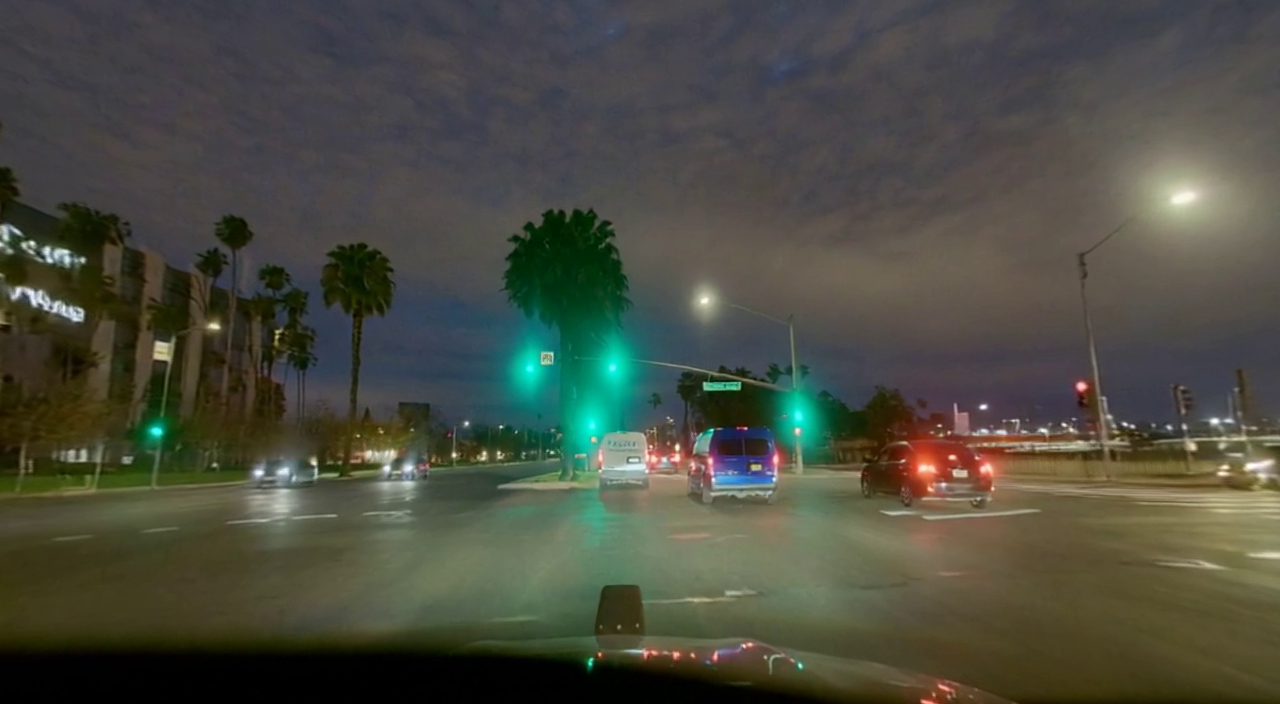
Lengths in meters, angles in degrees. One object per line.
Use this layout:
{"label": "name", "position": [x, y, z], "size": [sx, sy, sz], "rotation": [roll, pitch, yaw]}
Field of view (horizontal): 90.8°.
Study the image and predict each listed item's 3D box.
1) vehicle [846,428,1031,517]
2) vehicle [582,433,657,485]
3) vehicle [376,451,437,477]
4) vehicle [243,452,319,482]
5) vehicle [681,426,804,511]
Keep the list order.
{"label": "vehicle", "position": [6.797, 2.777, 15.091], "size": [2.023, 1.771, 4.488], "rotation": [0, -9, -3]}
{"label": "vehicle", "position": [-0.872, 4.527, 27.066], "size": [2.848, 1.991, 5.706], "rotation": [0, -9, -2]}
{"label": "vehicle", "position": [-14.387, 6.871, 39.162], "size": [2.067, 1.435, 4.558], "rotation": [0, -8, 0]}
{"label": "vehicle", "position": [-22.476, 7.186, 39.752], "size": [1.957, 1.753, 4.464], "rotation": [-1, -9, 4]}
{"label": "vehicle", "position": [2.411, 2.907, 16.294], "size": [2.200, 1.847, 4.618], "rotation": [0, -9, -3]}
